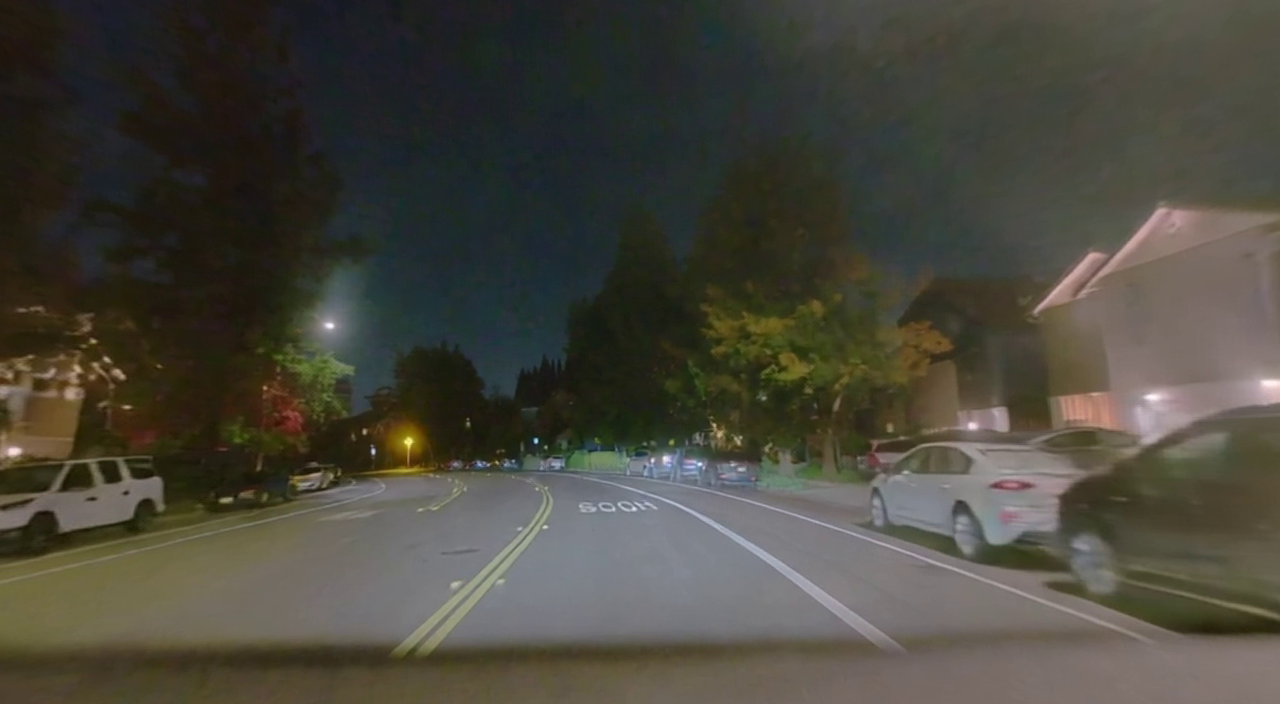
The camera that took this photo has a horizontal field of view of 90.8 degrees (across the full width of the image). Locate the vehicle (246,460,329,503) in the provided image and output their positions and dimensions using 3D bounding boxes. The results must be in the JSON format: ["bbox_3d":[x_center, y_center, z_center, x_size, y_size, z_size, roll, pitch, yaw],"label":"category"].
[{"bbox_3d":[-14.430,5.288,26.164,1.943,1.476,4.714,2,-9,-16],"label":"vehicle"}]

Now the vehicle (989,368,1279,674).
[{"bbox_3d":[4.822,1.062,4.196,2.184,1.770,4.651,0,-9,-2],"label":"vehicle"}]

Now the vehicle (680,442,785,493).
[{"bbox_3d":[3.167,4.096,22.814,2.367,1.614,4.463,2,-9,-11],"label":"vehicle"}]

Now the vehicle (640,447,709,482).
[{"bbox_3d":[1.516,5.191,29.457,1.844,1.485,4.193,3,-9,-17],"label":"vehicle"}]

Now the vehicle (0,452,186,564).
[{"bbox_3d":[-11.818,2.950,12.705,2.107,1.810,4.708,0,-9,-5],"label":"vehicle"}]
